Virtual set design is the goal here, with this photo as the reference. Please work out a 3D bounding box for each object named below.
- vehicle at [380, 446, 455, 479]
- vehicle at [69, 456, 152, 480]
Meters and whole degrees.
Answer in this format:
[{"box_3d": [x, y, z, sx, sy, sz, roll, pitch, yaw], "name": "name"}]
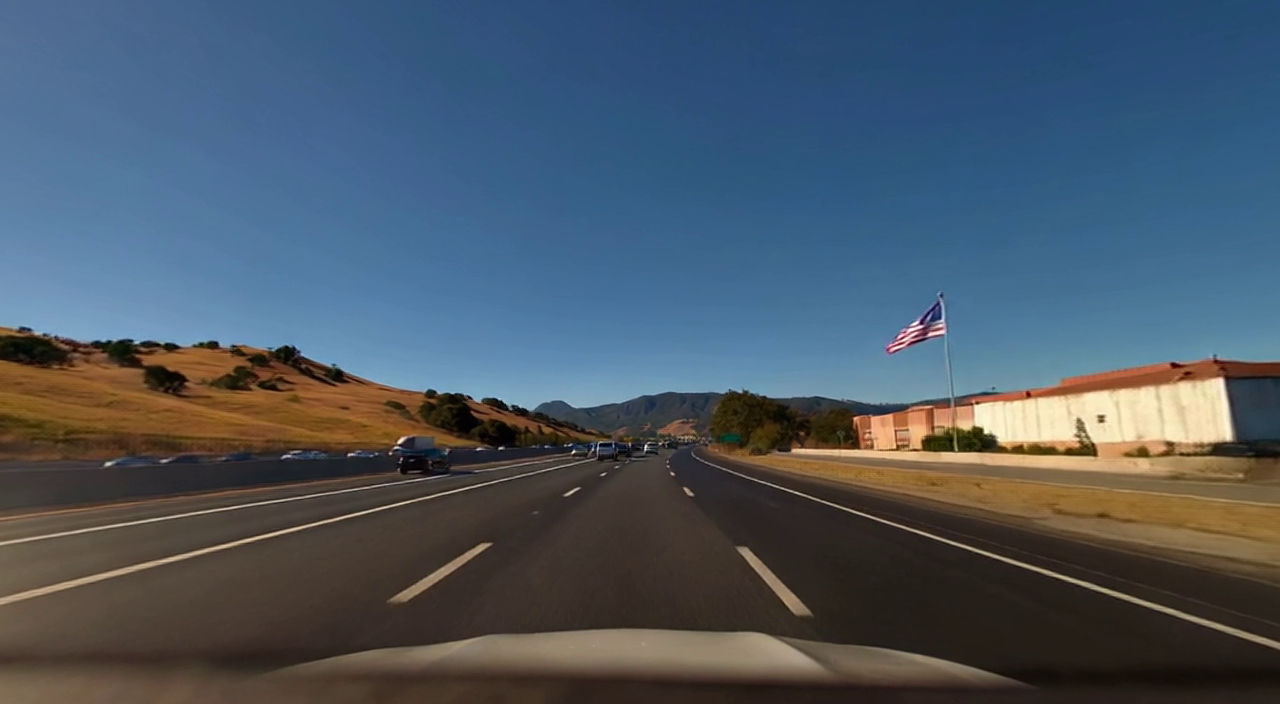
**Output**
[{"box_3d": [-10.833, 5.387, 31.048, 1.927, 1.454, 4.395, -1, -8, 2], "name": "vehicle"}, {"box_3d": [-37.810, 8.284, 45.197, 1.750, 1.468, 4.757, -1, -8, 1], "name": "vehicle"}]
